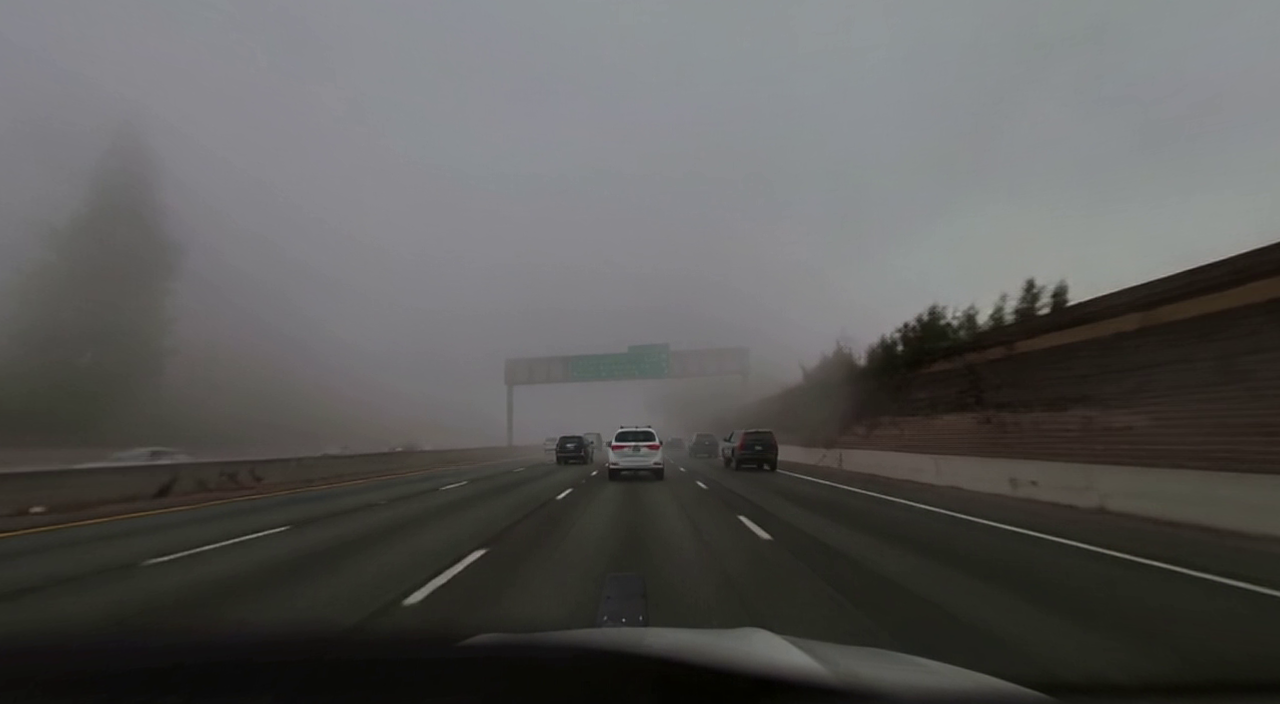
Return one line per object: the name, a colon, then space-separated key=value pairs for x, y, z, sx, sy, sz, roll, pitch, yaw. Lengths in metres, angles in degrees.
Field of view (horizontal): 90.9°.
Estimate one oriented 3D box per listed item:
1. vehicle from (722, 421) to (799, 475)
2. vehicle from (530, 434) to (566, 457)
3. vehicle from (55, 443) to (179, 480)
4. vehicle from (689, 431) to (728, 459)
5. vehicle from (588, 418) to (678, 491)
vehicle: x=4.500 y=3.683 z=24.264 sx=2.017 sy=1.847 sz=4.299 roll=0 pitch=-9 yaw=-1
vehicle: x=-7.003 y=7.200 z=48.470 sx=2.024 sy=1.706 sz=4.249 roll=0 pitch=-9 yaw=1
vehicle: x=-21.833 y=4.562 z=26.544 sx=1.827 sy=1.422 sz=3.924 roll=0 pitch=-9 yaw=0
vehicle: x=4.223 y=5.870 z=39.632 sx=2.001 sy=1.651 sz=3.916 roll=0 pitch=-9 yaw=0
vehicle: x=-0.186 y=2.868 z=17.895 sx=2.233 sy=1.804 sz=4.273 roll=0 pitch=-9 yaw=0
